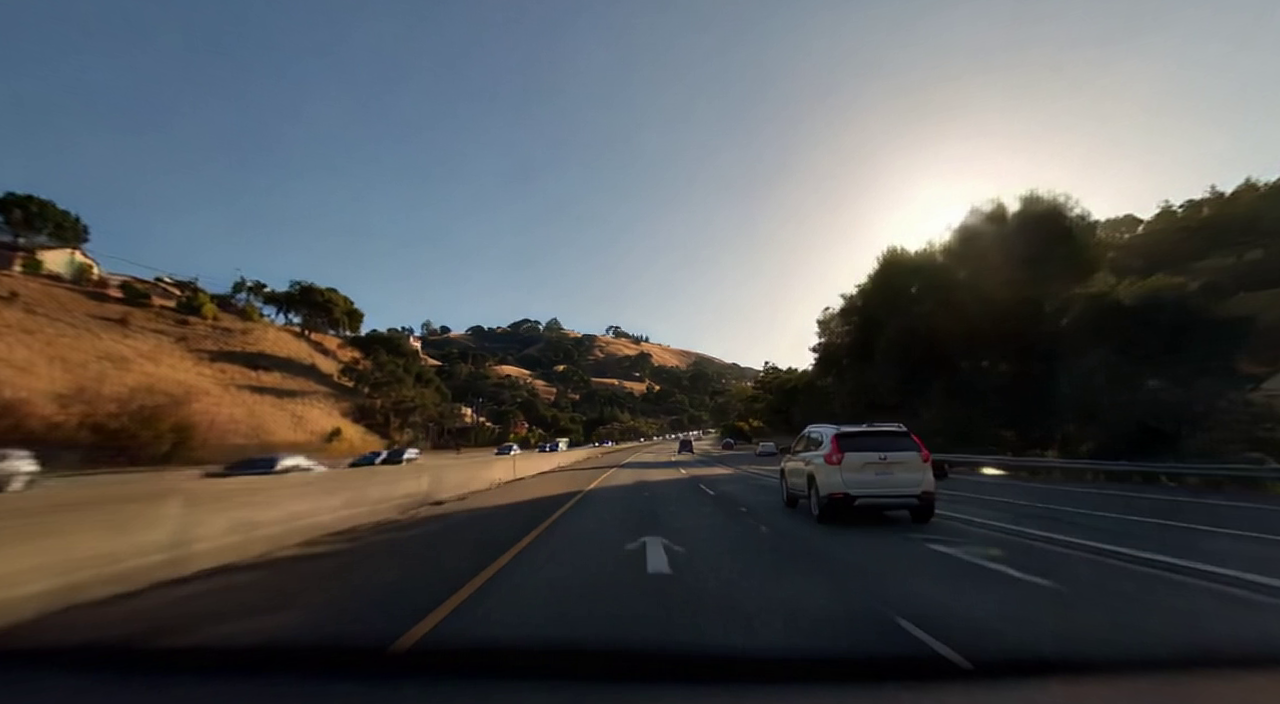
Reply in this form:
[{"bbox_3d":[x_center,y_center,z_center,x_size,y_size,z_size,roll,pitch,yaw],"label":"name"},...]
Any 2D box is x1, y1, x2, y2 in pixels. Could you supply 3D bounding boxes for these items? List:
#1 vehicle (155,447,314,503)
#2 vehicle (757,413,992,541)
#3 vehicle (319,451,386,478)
[{"bbox_3d":[-13.803,4.177,21.912,2.328,1.680,4.778,0,-8,0],"label":"vehicle"},{"bbox_3d":[3.714,2.091,11.159,2.318,1.766,4.587,0,-8,-1],"label":"vehicle"},{"bbox_3d":[-17.384,6.808,38.305,1.868,1.481,4.469,0,-8,1],"label":"vehicle"}]
